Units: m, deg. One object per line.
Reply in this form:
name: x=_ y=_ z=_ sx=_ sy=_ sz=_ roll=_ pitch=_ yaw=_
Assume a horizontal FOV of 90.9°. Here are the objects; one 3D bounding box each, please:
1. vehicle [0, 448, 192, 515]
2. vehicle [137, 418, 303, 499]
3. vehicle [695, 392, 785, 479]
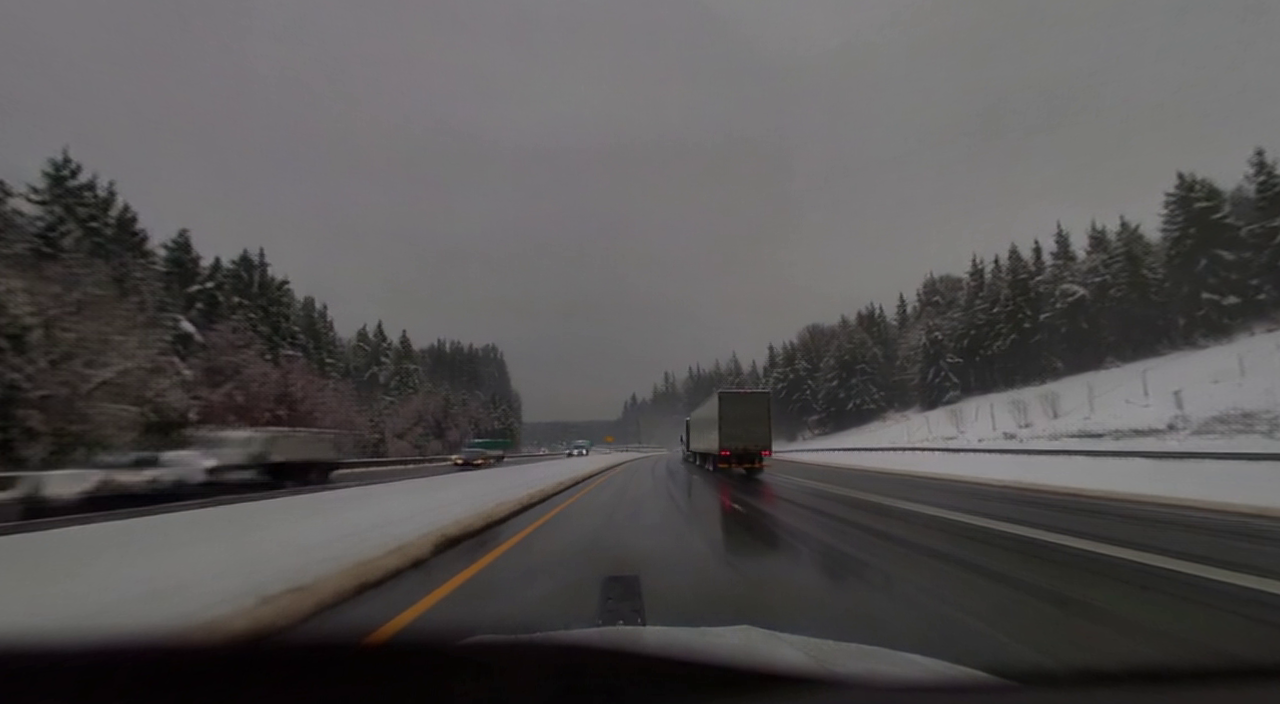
vehicle: x=-15.645 y=3.626 z=18.217 sx=2.040 sy=1.659 sz=4.491 roll=0 pitch=-9 yaw=0
vehicle: x=-15.666 y=4.008 z=24.061 sx=2.493 sy=2.709 sz=5.288 roll=0 pitch=-9 yaw=1
vehicle: x=5.160 y=4.888 z=35.864 sx=2.859 sy=3.984 sz=14.045 roll=0 pitch=-9 yaw=0
